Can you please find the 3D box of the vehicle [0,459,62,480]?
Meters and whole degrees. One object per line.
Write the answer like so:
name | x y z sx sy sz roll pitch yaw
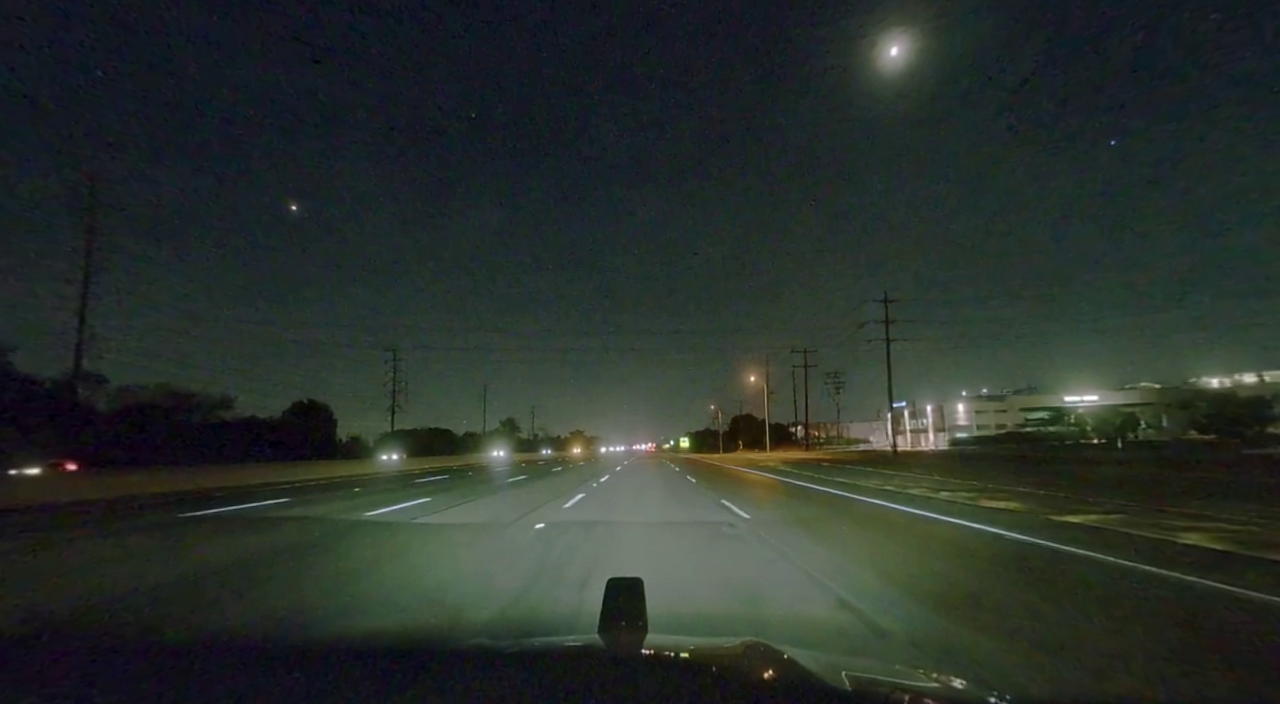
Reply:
vehicle | -47.982 9.080 48.935 1.811 1.469 4.520 0 -9 1
